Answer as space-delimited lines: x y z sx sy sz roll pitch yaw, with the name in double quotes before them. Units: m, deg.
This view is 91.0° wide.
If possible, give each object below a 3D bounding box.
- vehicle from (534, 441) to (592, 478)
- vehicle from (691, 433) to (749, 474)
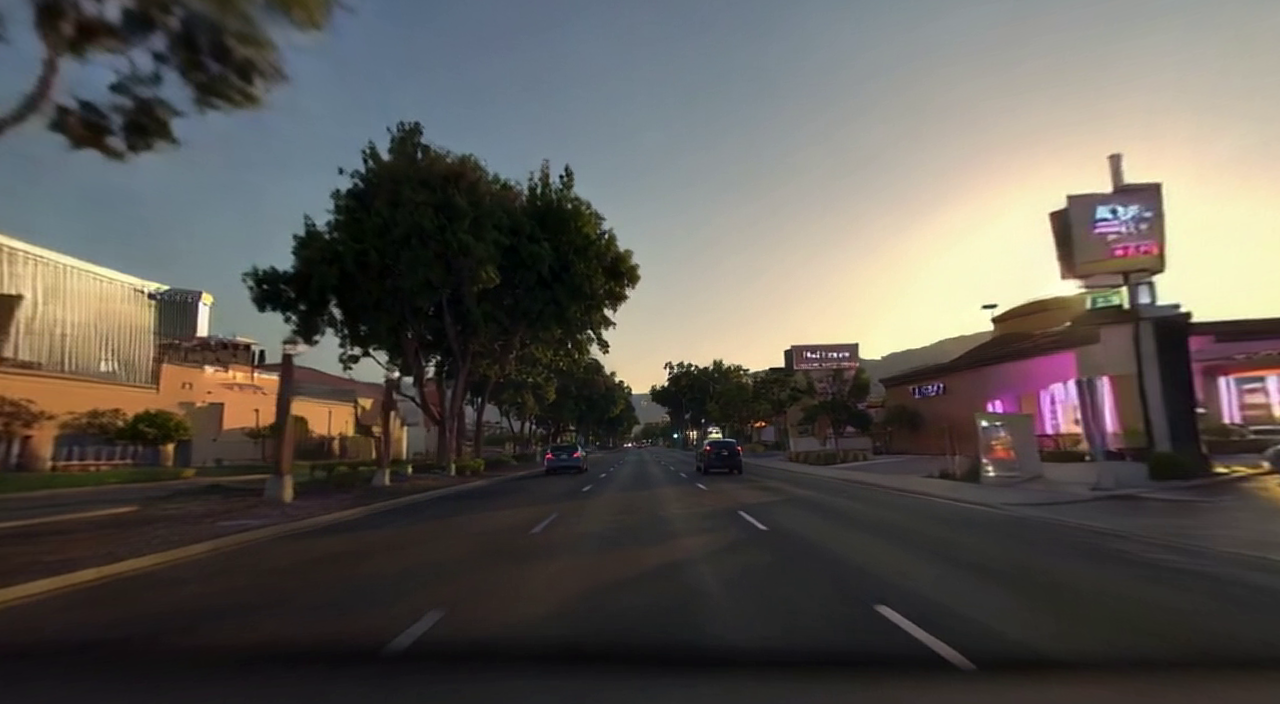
"vehicle" -3.293 4.673 27.752 2.005 1.477 4.169 0 -8 0
"vehicle" 3.643 4.736 29.558 2.083 1.743 4.354 0 -8 -1
